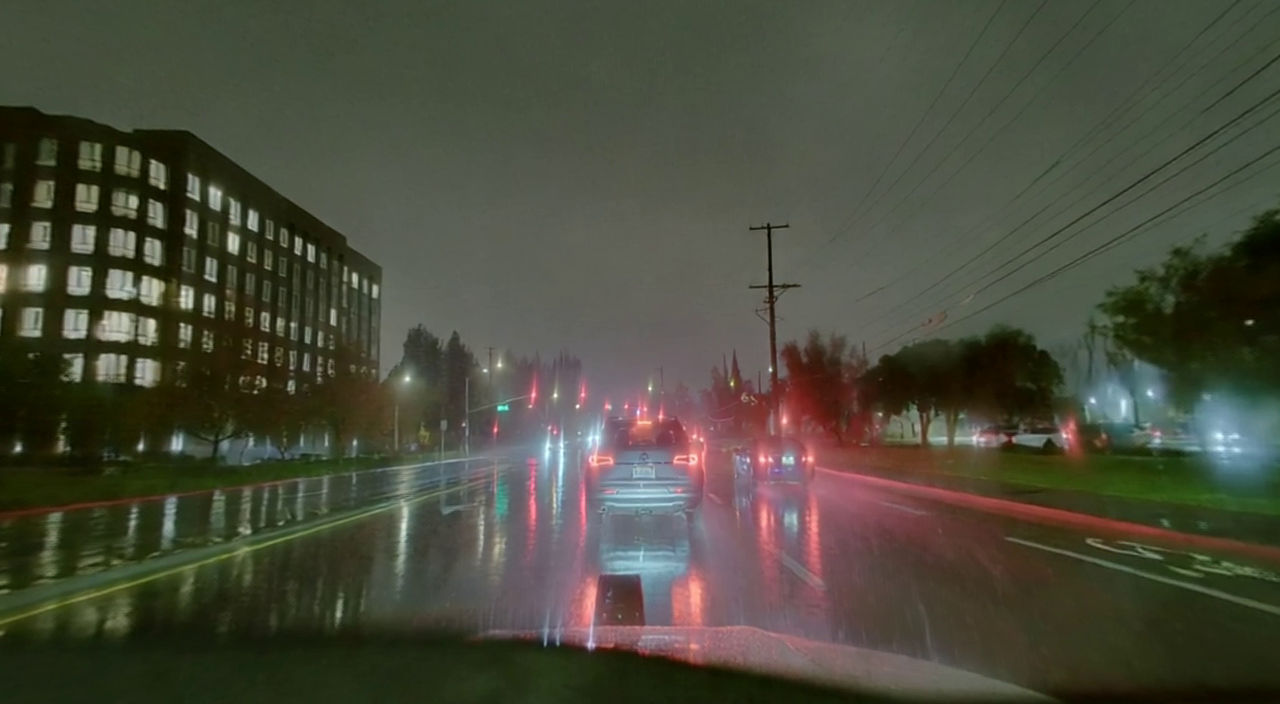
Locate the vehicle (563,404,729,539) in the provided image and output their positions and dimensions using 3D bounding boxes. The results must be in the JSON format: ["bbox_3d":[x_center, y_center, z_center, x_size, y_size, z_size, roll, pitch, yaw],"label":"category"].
[{"bbox_3d":[0.080,1.891,10.584,2.189,1.776,4.342,0,-8,0],"label":"vehicle"}]

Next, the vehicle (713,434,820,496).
[{"bbox_3d":[3.324,3.076,17.596,1.990,1.482,4.575,0,-8,0],"label":"vehicle"}]

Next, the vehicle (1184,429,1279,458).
[{"bbox_3d":[36.989,5.749,39.536,1.910,1.686,4.746,-1,-8,5],"label":"vehicle"}]
